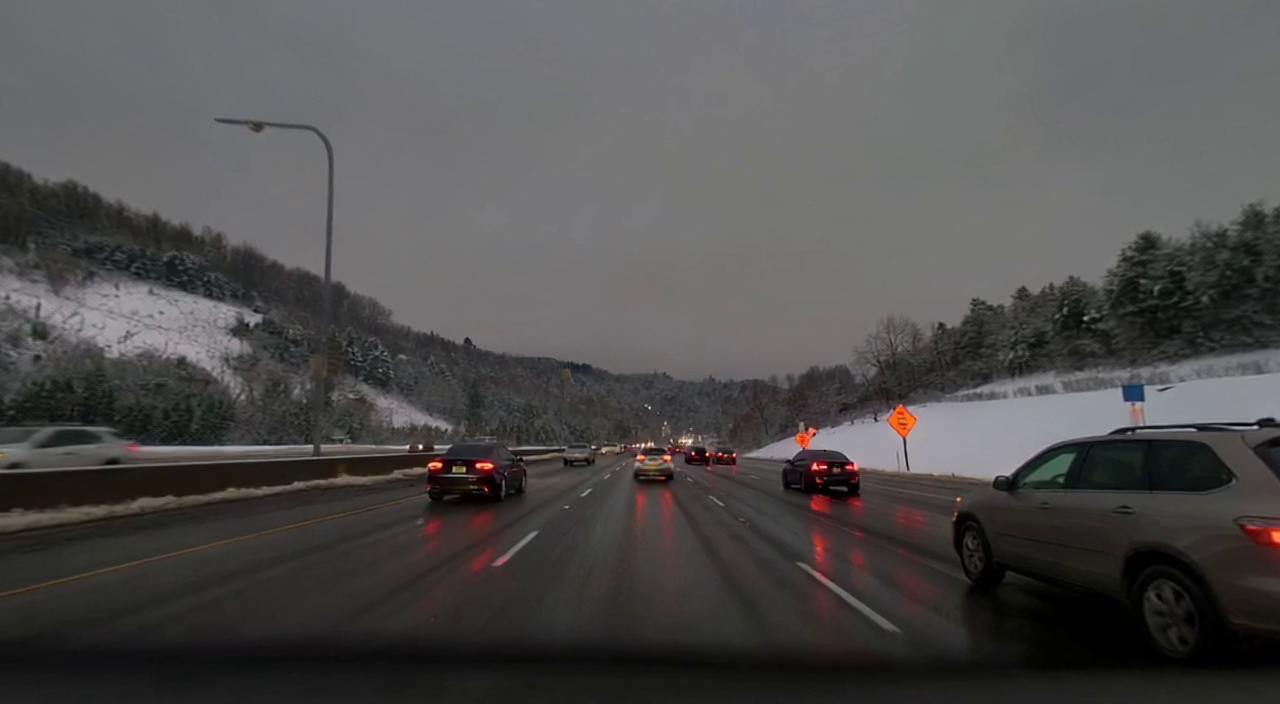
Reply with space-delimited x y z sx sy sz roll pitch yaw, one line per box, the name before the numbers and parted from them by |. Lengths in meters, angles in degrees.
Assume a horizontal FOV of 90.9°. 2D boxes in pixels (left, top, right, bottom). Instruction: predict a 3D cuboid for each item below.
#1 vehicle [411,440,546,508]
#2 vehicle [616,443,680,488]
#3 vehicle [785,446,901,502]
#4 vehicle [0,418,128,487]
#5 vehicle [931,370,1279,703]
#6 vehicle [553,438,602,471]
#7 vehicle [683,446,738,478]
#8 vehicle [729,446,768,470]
vehicle | -3.804 2.937 15.728 2.232 1.438 4.163 0 -8 1
vehicle | 0.261 4.114 23.332 2.138 1.473 4.392 0 -8 0
vehicle | 5.934 3.578 19.049 1.867 1.465 4.093 0 -8 -4
vehicle | -15.297 2.374 14.899 2.403 1.508 4.726 0 -8 1
vehicle | 3.842 1.054 3.708 2.018 1.670 4.658 0 -8 0
vehicle | -3.411 5.737 35.547 2.234 1.675 4.527 0 -8 1
vehicle | 3.400 5.416 31.298 2.177 1.453 4.205 0 -8 -1
vehicle | 8.035 7.878 47.067 2.042 1.684 4.609 0 -8 0
